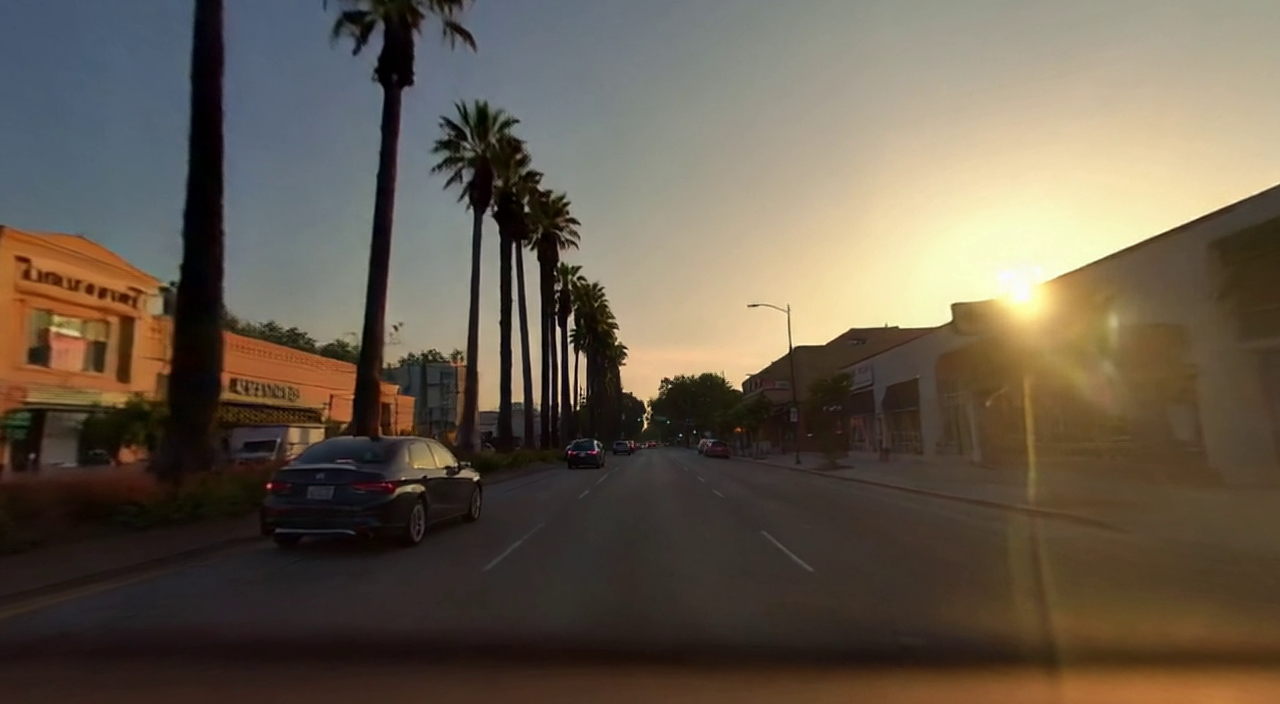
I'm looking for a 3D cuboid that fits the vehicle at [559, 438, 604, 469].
[{"bbox_3d":[-3.257,5.775,35.886,2.024,1.636,4.121,0,-9,1],"label":"vehicle"}]

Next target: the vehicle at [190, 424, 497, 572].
[{"bbox_3d":[-3.599,1.855,8.814,2.032,1.511,4.424,0,-9,2],"label":"vehicle"}]
